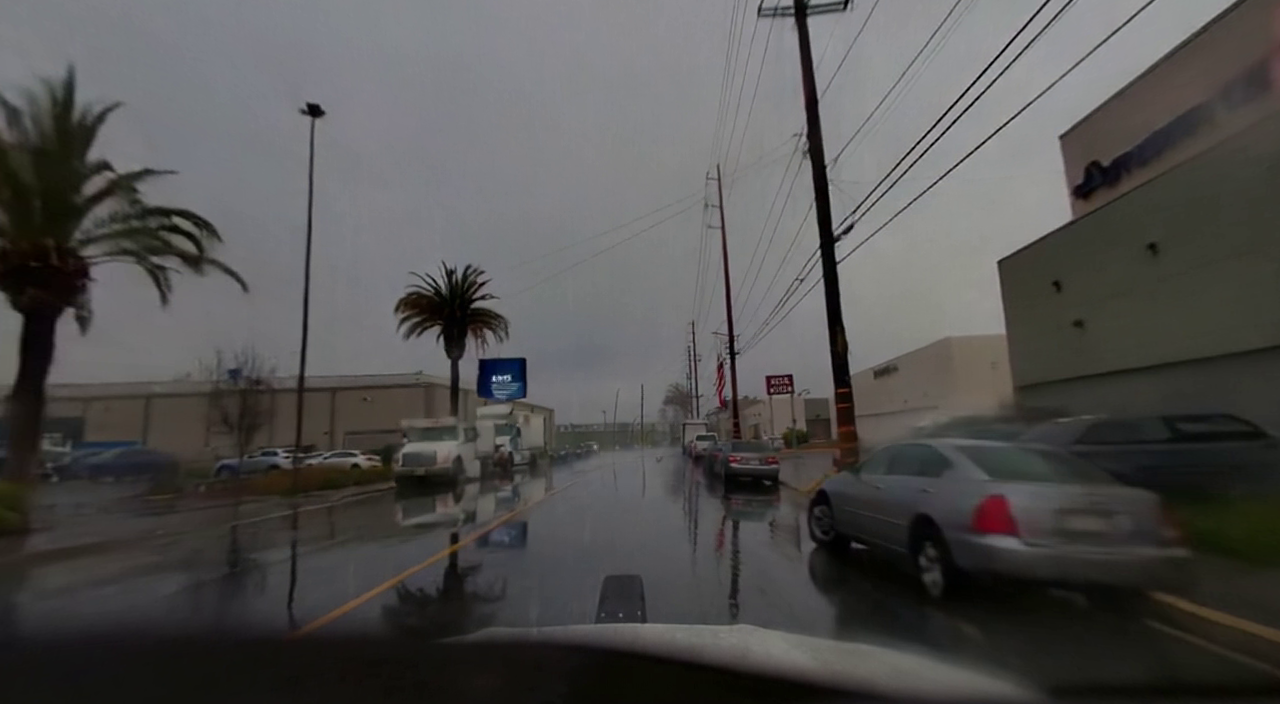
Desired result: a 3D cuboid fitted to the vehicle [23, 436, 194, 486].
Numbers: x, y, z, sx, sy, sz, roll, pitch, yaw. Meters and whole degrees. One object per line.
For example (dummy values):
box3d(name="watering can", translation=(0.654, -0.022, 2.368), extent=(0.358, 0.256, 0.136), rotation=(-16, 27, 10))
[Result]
box3d(name="vehicle", translation=(-20.739, 4.248, 25.104), extent=(2.152, 1.746, 5.461), rotation=(0, -8, -2))

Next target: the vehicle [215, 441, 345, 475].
box3d(name="vehicle", translation=(-16.919, 4.985, 29.839), extent=(4.890, 1.483, 2.055), rotation=(0, -8, 2))

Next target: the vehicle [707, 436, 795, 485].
box3d(name="vehicle", translation=(3.729, 3.748, 22.199), extent=(2.246, 1.533, 4.971), rotation=(0, -8, 1))

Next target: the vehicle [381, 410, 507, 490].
box3d(name="vehicle", translation=(-7.897, 4.057, 26.535), extent=(2.845, 2.738, 7.208), rotation=(-3, -8, 1))

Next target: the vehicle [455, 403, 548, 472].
box3d(name="vehicle", translation=(-7.421, 4.788, 35.246), extent=(2.941, 3.418, 7.738), rotation=(-1, -8, 4))

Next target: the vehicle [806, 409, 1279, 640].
box3d(name="vehicle", translation=(3.517, 1.548, 6.823), extent=(2.111, 1.611, 4.576), rotation=(0, -8, -1))
